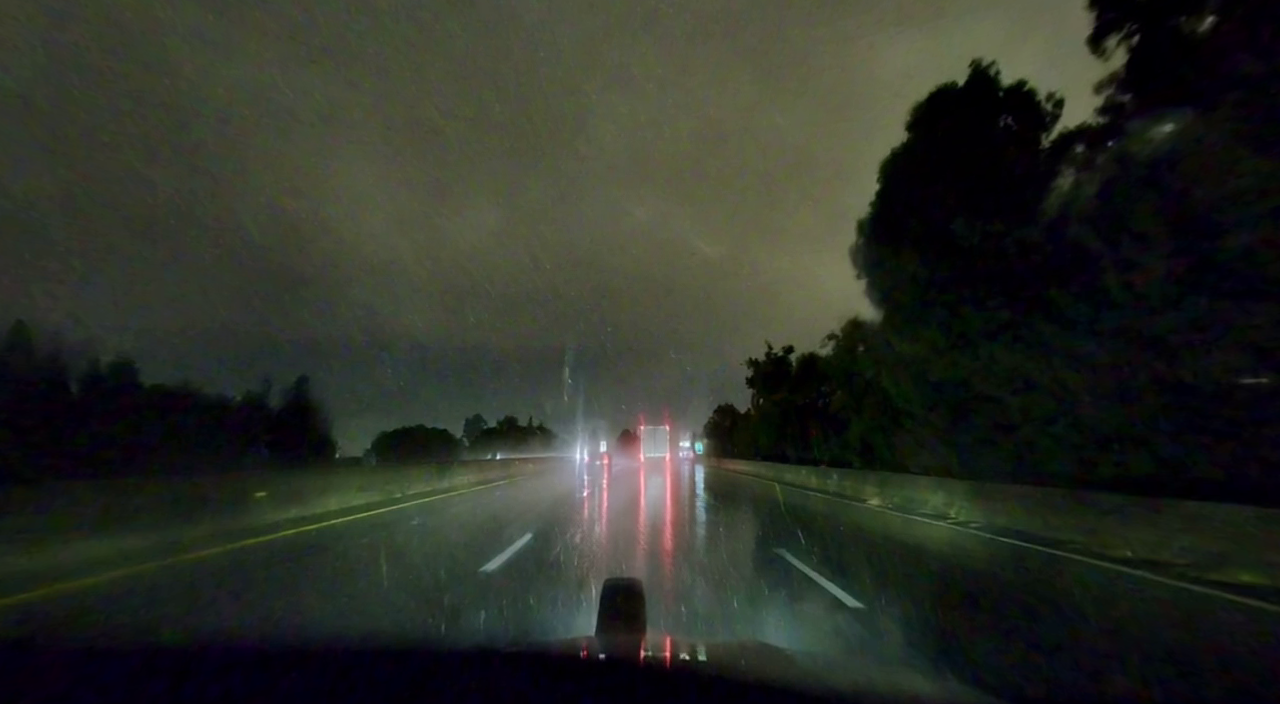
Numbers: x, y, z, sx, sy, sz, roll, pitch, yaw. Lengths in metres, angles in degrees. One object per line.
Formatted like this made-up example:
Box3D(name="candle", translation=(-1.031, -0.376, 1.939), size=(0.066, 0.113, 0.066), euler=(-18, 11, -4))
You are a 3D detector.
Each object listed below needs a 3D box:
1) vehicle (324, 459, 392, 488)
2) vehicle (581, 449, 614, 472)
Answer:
Box3D(name="vehicle", translation=(-16.799, 7.202, 37.802), size=(1.935, 1.555, 4.517), euler=(0, -9, 0))
Box3D(name="vehicle", translation=(-3.141, 8.200, 47.854), size=(2.022, 1.604, 5.032), euler=(0, -9, 1))
